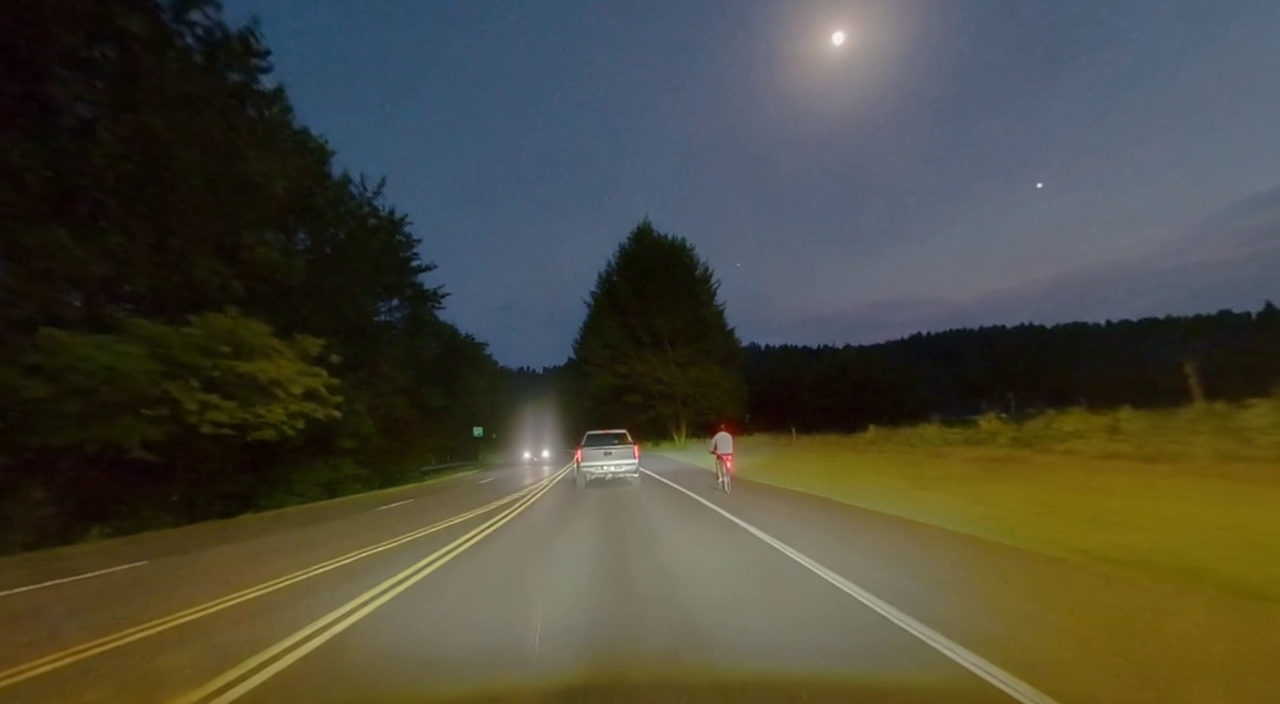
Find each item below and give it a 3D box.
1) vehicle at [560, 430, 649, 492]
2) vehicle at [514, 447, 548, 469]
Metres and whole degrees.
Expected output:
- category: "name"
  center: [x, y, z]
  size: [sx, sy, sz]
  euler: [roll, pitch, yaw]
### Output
- category: "vehicle"
  center: [-1.156, 3.638, 21.467]
  size: [2.631, 1.798, 5.331]
  euler: [0, -8, -2]
- category: "vehicle"
  center: [-8.276, 8.043, 48.245]
  size: [2.118, 1.513, 4.602]
  euler: [0, -8, -5]
